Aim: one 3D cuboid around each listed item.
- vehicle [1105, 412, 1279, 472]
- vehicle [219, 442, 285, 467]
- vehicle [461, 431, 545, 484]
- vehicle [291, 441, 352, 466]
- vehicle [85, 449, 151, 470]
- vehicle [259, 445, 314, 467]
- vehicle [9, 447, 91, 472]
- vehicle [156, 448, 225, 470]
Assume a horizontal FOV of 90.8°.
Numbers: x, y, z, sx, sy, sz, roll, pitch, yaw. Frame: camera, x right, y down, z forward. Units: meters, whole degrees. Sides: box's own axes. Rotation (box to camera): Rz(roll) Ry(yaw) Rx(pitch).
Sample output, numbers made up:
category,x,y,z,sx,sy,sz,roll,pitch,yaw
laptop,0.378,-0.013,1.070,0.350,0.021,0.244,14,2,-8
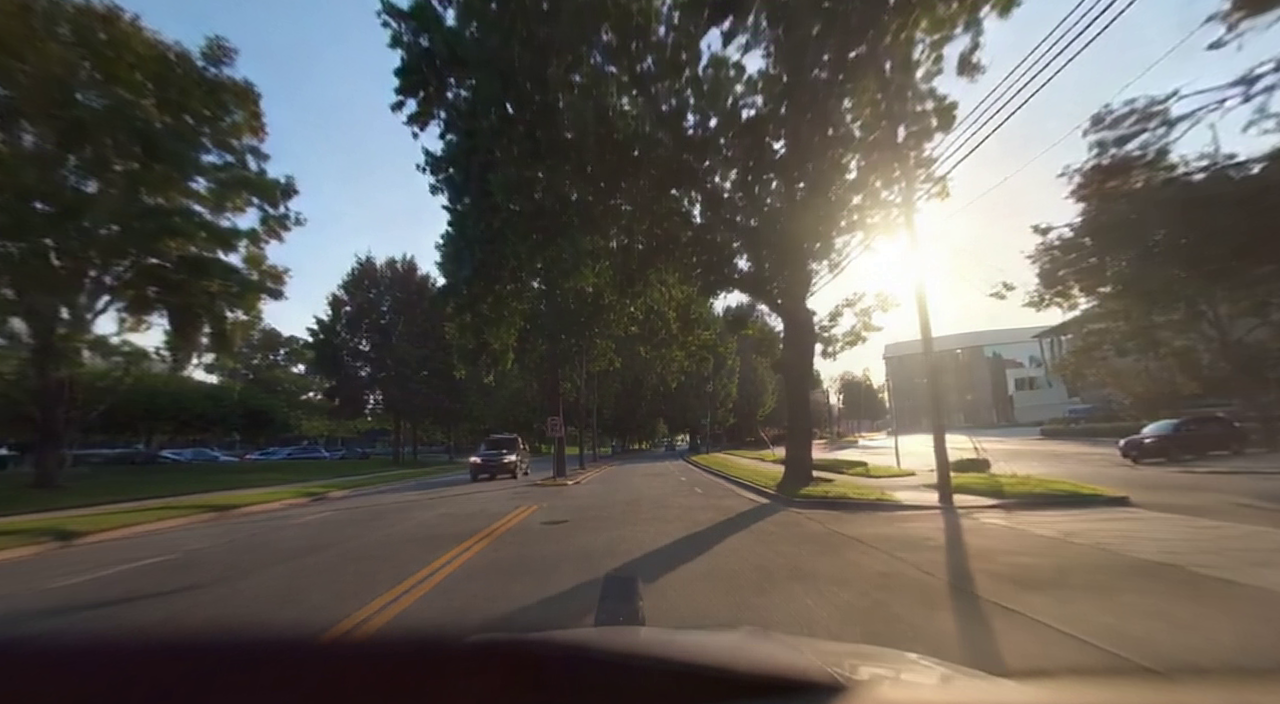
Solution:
category,x,y,z,sx,sy,sz,roll,pitch,yaw
vehicle,20.441,3.343,23.421,4.593,1.776,2.094,-4,-9,-1
vehicle,-28.463,7.518,46.537,1.977,1.701,4.396,-1,-8,2
vehicle,-5.442,4.278,25.965,2.252,1.936,5.538,-1,-8,0
vehicle,-23.327,7.479,46.454,1.850,1.662,4.580,1,-10,3
vehicle,-39.000,8.058,47.334,1.666,1.471,3.630,2,-10,2
vehicle,-26.006,7.629,46.612,1.641,1.505,4.016,-1,-9,2
vehicle,-44.239,8.095,47.490,1.823,1.673,4.232,-4,-10,5
vehicle,-33.563,7.962,47.320,1.785,1.493,4.343,-1,-8,4
